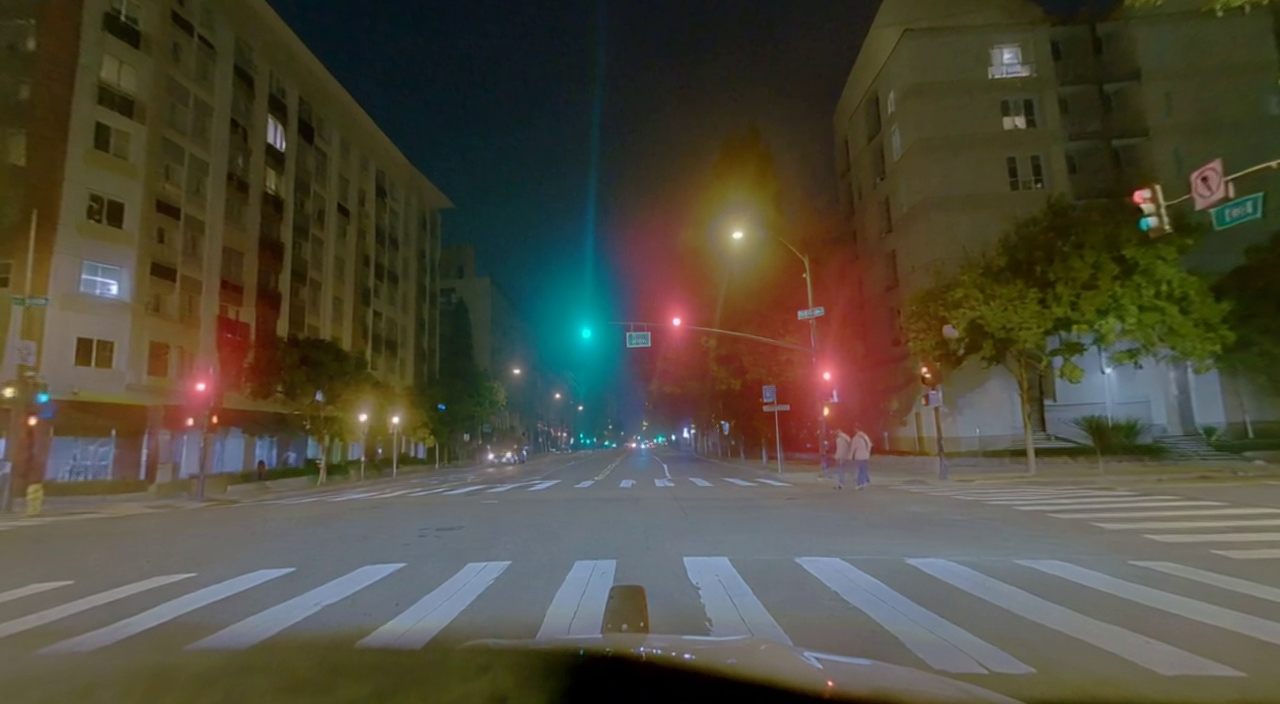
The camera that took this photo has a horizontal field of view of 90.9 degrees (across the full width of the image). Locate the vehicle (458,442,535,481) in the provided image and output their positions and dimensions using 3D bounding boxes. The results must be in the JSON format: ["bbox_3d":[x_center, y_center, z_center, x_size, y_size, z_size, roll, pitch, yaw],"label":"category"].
[{"bbox_3d":[-5.883,4.547,26.485,2.127,1.473,4.428,0,-8,1],"label":"vehicle"}]
